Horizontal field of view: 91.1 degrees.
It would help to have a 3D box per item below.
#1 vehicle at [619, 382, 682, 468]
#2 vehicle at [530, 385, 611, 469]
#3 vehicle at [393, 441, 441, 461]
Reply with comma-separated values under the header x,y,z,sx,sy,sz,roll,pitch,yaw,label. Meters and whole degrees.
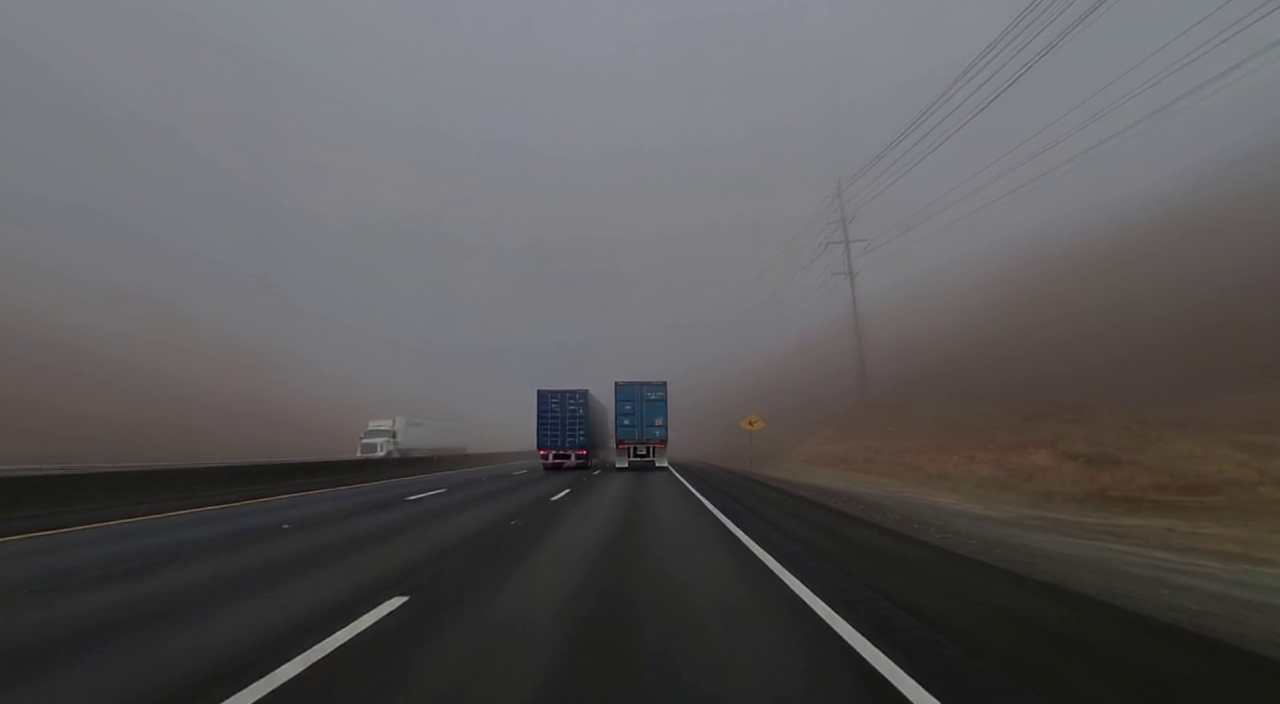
x,y,z,sx,sy,sz,roll,pitch,yaw,label
0.380,4.309,36.039,3.006,4.120,11.586,0,-8,-1,vehicle
-3.698,4.628,37.614,3.065,4.105,13.706,0,-8,1,vehicle
-17.211,7.666,48.679,2.010,1.488,4.362,0,-8,1,vehicle
